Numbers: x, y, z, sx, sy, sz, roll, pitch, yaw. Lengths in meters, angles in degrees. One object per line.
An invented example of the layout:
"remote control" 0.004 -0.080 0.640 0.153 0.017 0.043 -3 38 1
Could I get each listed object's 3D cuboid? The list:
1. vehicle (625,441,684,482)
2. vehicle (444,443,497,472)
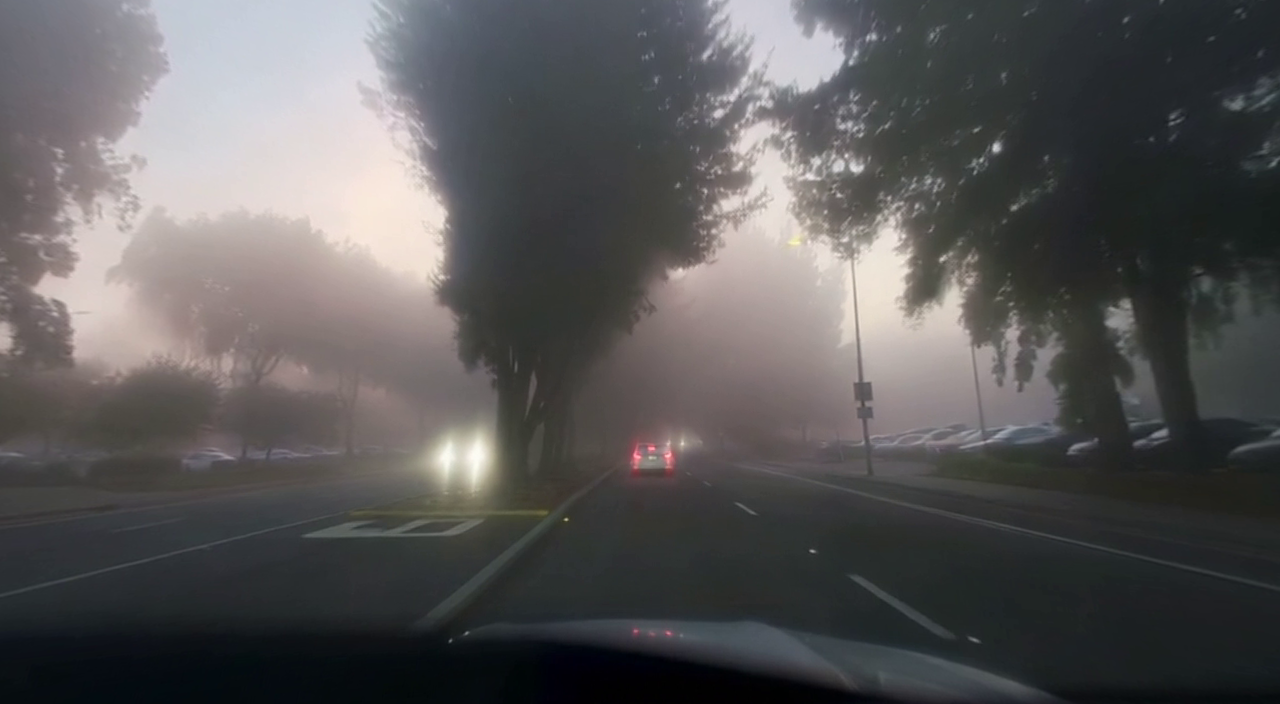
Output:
"vehicle" 0.477 4.165 24.261 2.093 1.442 3.977 0 -9 -1
"vehicle" -11.784 7.363 44.277 2.259 1.867 4.875 0 -9 1
